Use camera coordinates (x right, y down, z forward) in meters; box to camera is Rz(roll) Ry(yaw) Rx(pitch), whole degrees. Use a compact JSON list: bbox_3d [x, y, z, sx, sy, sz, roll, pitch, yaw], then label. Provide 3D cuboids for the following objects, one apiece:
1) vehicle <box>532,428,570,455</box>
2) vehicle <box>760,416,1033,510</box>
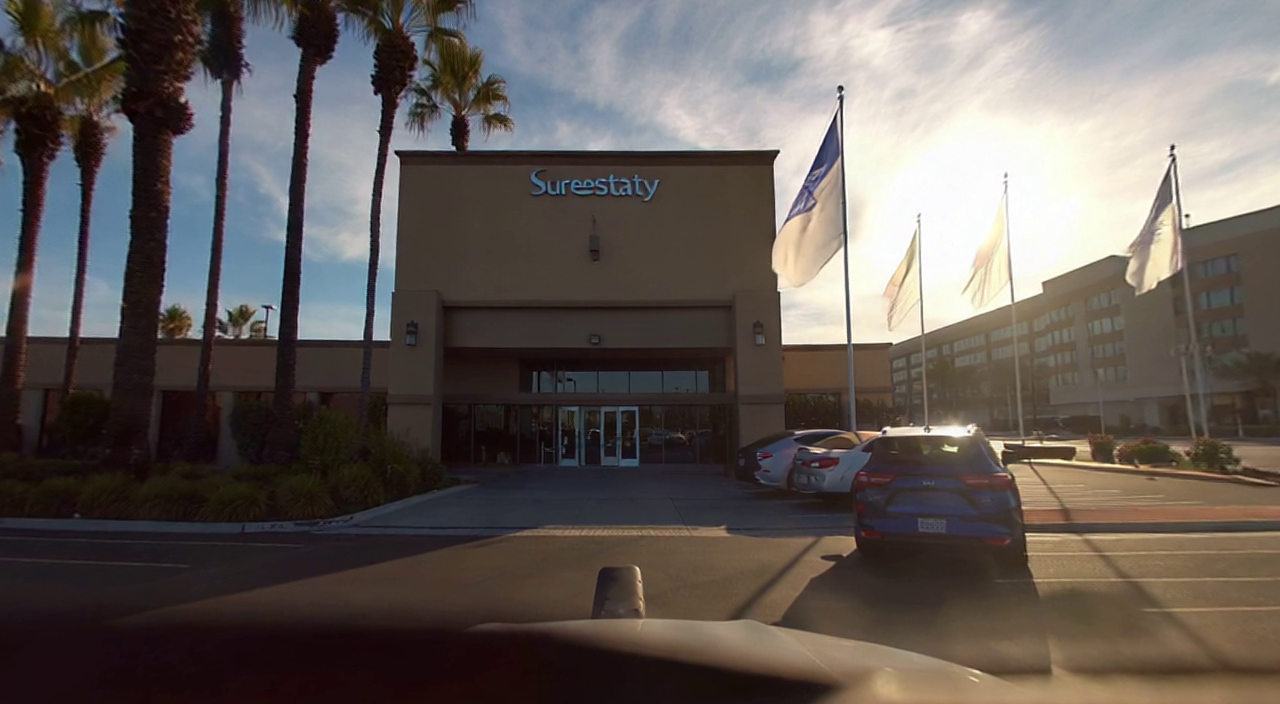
[{"bbox_3d":[-6.503,6.609,46.295,1.943,1.890,4.472,-1,-9,3],"label":"vehicle"},{"bbox_3d":[4.885,2.180,12.565,4.567,1.723,1.926,0,-8,0],"label":"vehicle"}]
